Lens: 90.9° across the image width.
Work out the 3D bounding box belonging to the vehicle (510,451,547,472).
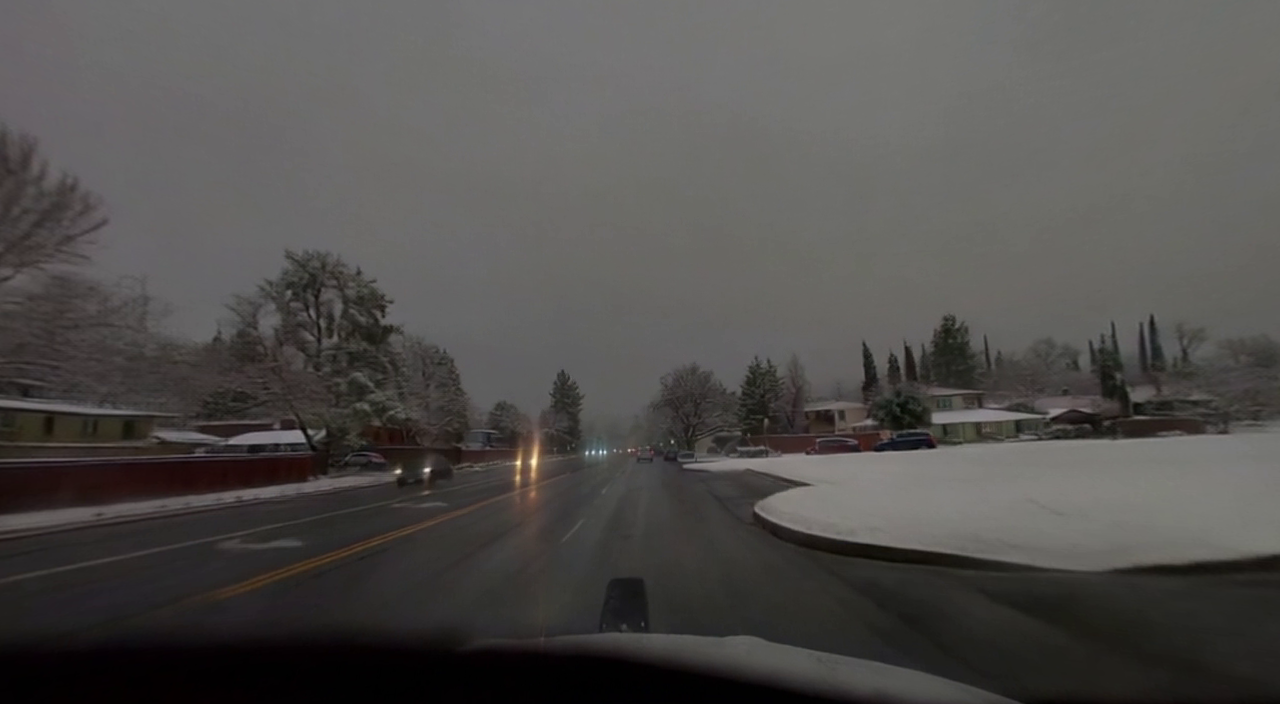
[{"bbox_3d":[-8.489,8.414,48.485,1.961,1.518,4.846,0,-9,0],"label":"vehicle"}]

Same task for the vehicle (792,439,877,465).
[{"bbox_3d":[13.481,6.937,43.889,5.177,1.468,2.090,-4,-7,2],"label":"vehicle"}]

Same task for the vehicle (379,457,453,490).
[{"bbox_3d":[-11.185,6.097,31.908,2.026,1.519,4.534,-1,-9,1],"label":"vehicle"}]

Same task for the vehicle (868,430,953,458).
[{"bbox_3d":[18.851,6.454,44.055,4.821,1.832,2.196,0,-9,-3],"label":"vehicle"}]
